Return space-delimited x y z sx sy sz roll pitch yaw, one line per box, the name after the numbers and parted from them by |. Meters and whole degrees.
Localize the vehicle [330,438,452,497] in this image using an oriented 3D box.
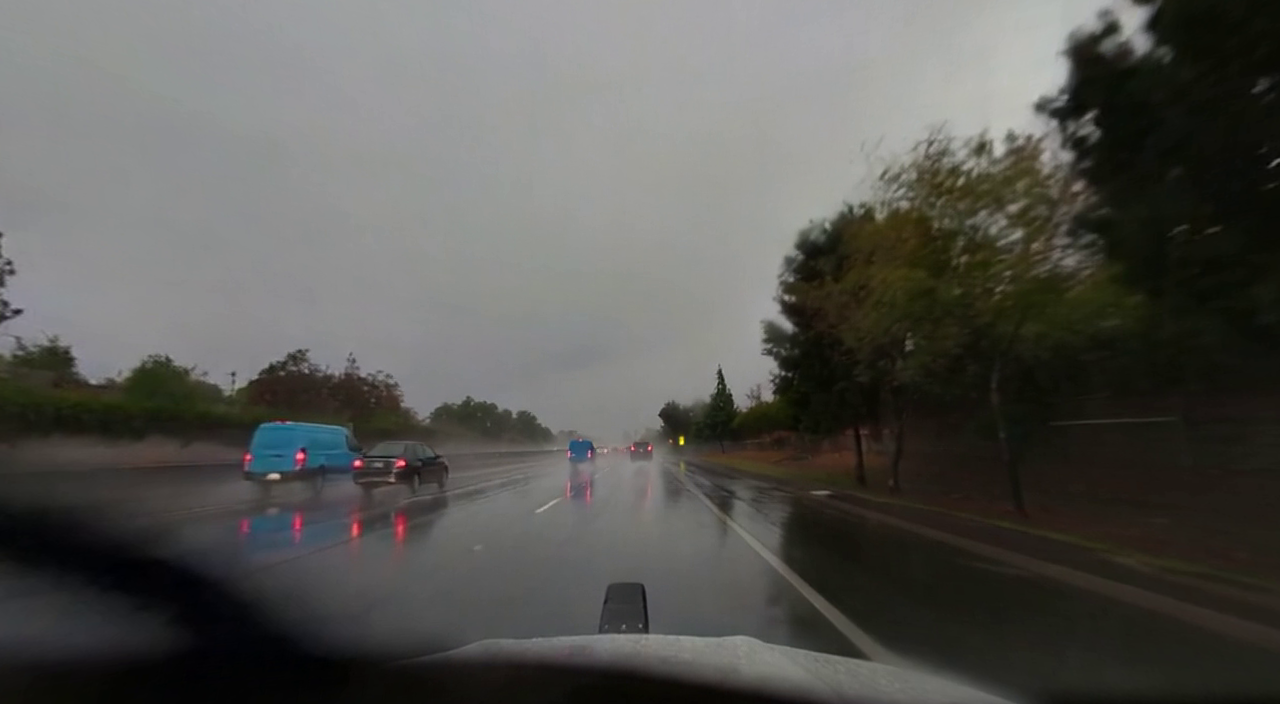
-7.433 3.472 19.302 2.014 1.598 4.015 0 -9 1 | vehicle

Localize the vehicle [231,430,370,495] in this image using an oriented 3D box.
-10.840 3.540 20.592 1.977 1.870 4.525 0 -9 0 | vehicle

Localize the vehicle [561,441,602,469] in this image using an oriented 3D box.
-4.010 7.164 44.191 2.313 1.852 4.775 0 -9 2 | vehicle
